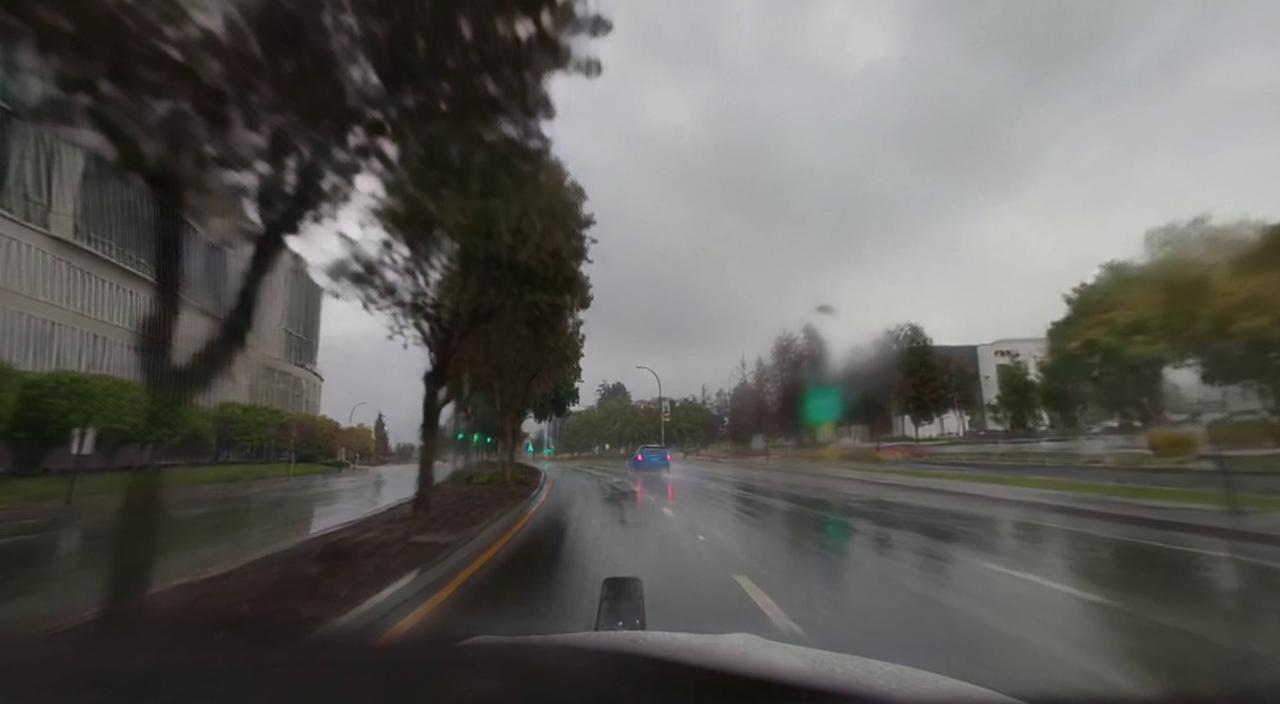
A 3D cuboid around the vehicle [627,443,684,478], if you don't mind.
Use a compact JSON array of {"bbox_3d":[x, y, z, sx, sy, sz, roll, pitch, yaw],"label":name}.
[{"bbox_3d":[0.709,5.502,32.274,2.165,1.633,4.381,1,-9,-8],"label":"vehicle"}]
